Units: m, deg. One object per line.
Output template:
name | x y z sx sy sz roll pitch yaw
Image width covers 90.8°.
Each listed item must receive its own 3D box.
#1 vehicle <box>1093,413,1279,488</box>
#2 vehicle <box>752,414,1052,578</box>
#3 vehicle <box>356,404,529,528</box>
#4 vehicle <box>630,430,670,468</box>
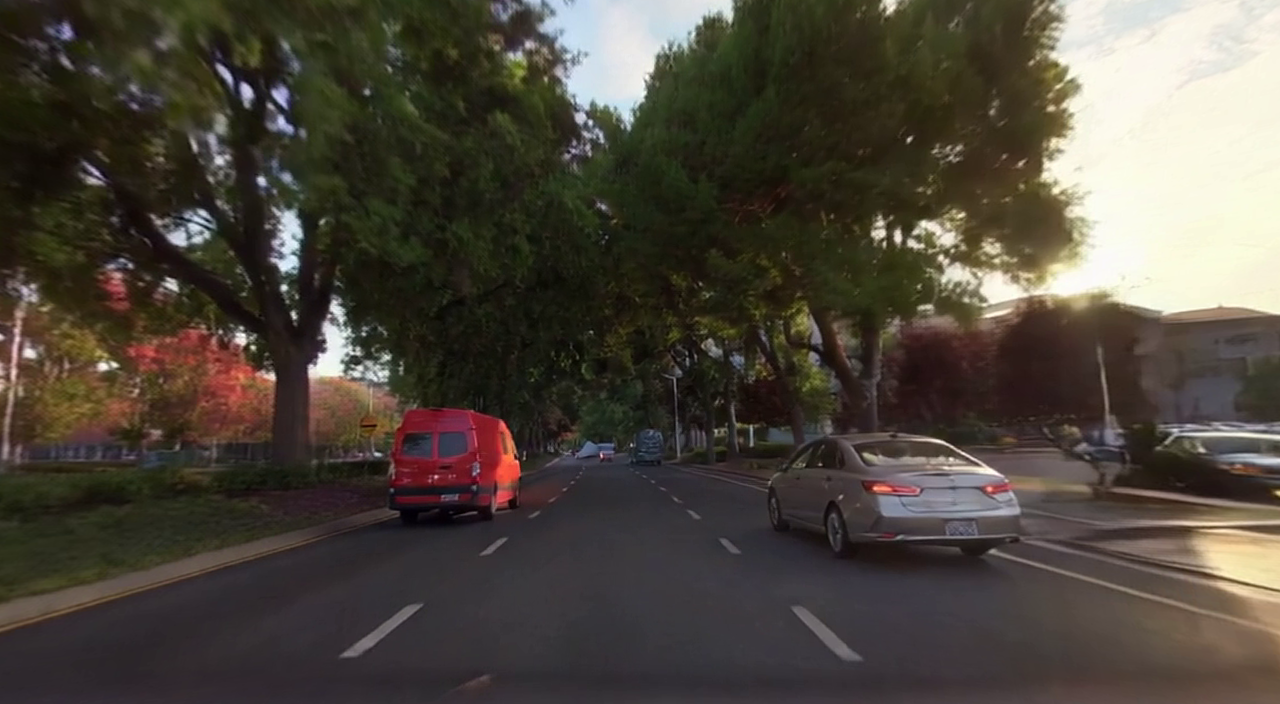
vehicle | 13.551 2.302 14.879 4.117 1.627 2.086 0 -9 -3
vehicle | 3.113 1.827 8.855 2.087 1.658 4.612 0 -9 -2
vehicle | -3.969 2.397 13.746 2.420 2.227 4.499 0 -9 -2
vehicle | 0.633 7.015 45.780 2.397 2.566 5.324 1 -9 -5
